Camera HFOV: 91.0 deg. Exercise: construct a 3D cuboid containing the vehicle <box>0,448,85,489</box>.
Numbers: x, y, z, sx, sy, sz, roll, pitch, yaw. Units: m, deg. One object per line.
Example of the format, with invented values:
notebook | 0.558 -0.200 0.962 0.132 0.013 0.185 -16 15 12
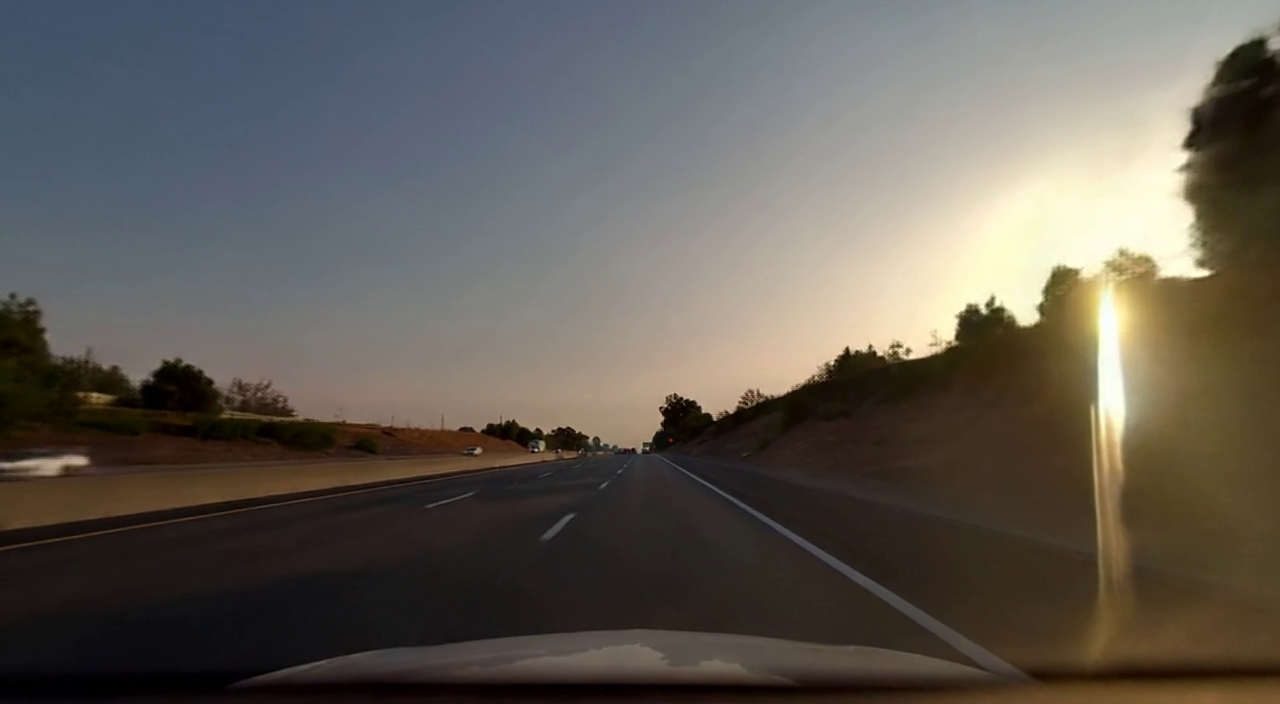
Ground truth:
vehicle | -31.088 5.777 31.487 2.071 1.866 4.912 0 -9 0
